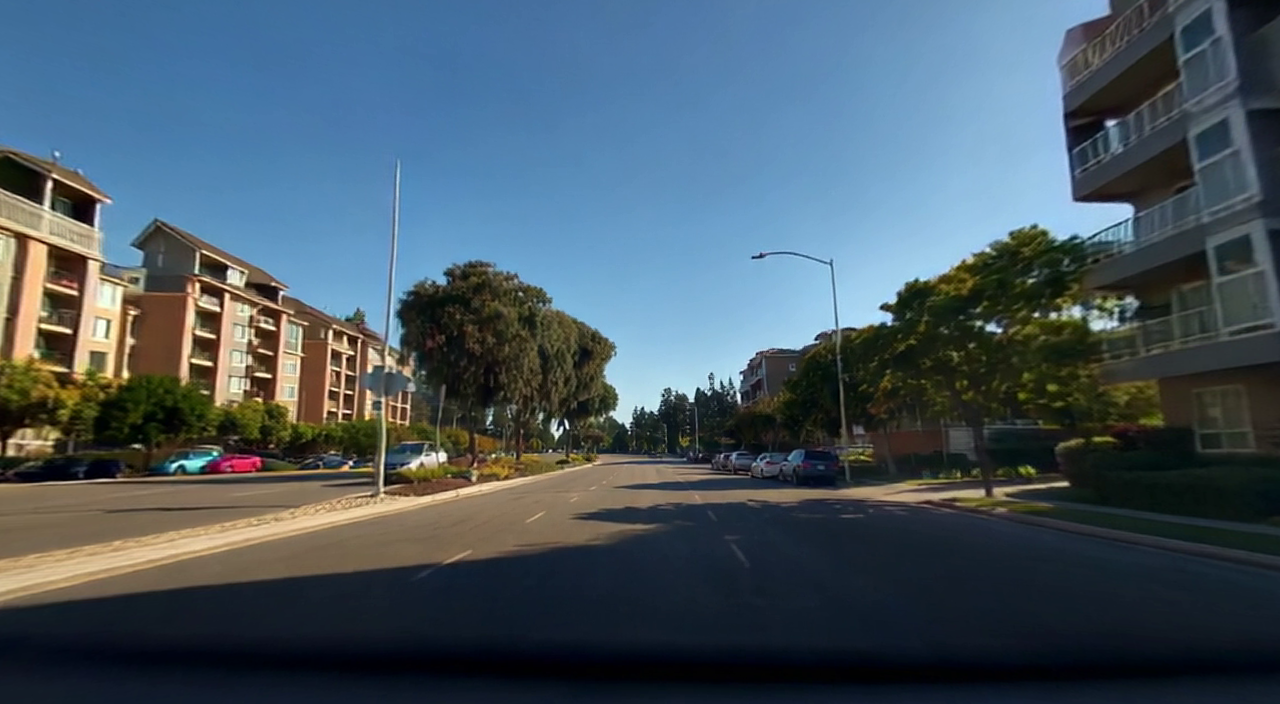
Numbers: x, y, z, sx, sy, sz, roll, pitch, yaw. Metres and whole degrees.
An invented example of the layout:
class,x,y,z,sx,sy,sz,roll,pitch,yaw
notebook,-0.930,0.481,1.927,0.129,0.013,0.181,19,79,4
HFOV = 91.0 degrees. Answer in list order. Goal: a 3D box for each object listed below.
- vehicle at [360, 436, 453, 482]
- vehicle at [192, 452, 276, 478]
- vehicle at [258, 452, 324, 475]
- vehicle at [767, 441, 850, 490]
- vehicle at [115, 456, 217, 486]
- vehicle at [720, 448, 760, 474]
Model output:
class,x,y,z,sx,sy,sz,roll,pitch,yaw
vehicle,-11.796,5.451,32.448,2.445,2.105,5.995,0,-9,0
vehicle,-25.556,7.090,39.852,1.939,1.514,4.793,0,-9,3
vehicle,-25.225,8.054,45.702,1.909,1.579,4.744,0,-9,2
vehicle,7.100,4.831,27.156,2.241,1.877,4.810,0,-9,0
vehicle,-25.728,6.448,34.414,1.931,1.427,4.578,0,-9,1
vehicle,6.848,7.485,43.575,2.078,1.699,4.292,0,-9,0
